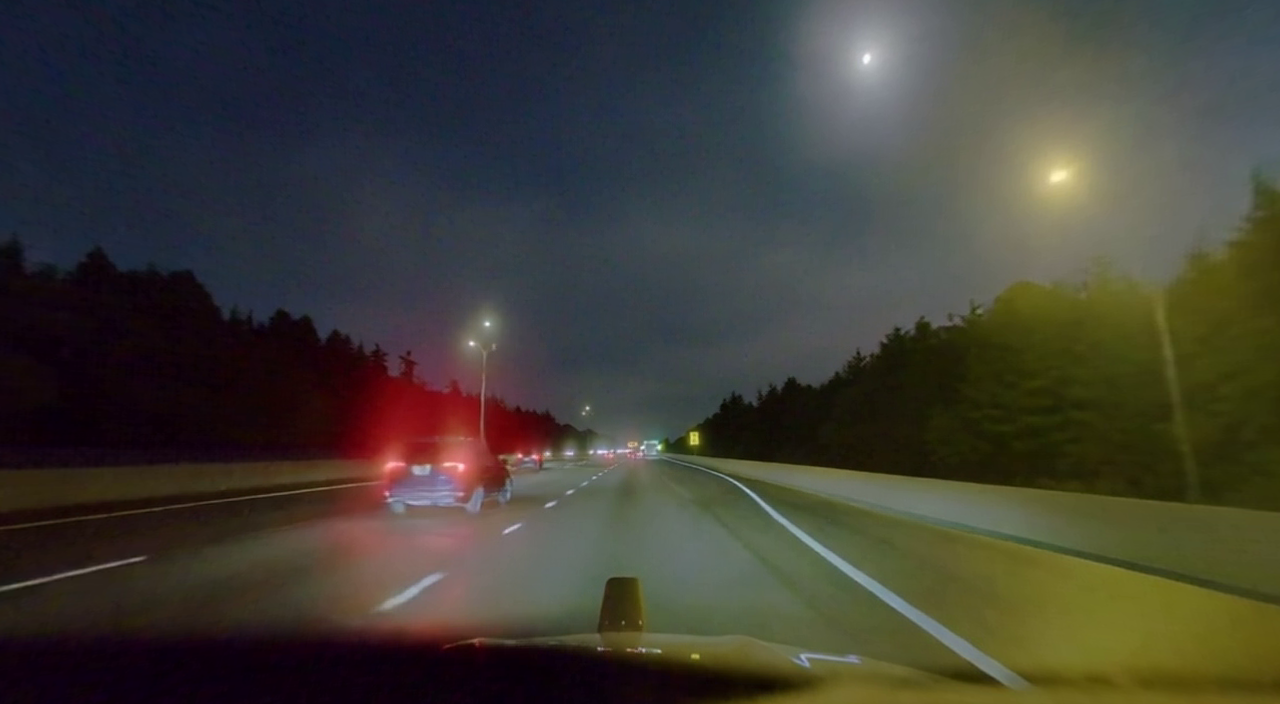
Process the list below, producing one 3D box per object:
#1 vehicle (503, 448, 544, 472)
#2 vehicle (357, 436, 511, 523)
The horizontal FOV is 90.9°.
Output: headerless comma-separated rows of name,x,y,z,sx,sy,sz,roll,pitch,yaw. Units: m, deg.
vehicle,-7.719,7.182,42.022,1.835,1.459,4.636,1,-9,0
vehicle,-4.288,2.716,14.025,1.875,1.587,4.687,0,-9,-1
